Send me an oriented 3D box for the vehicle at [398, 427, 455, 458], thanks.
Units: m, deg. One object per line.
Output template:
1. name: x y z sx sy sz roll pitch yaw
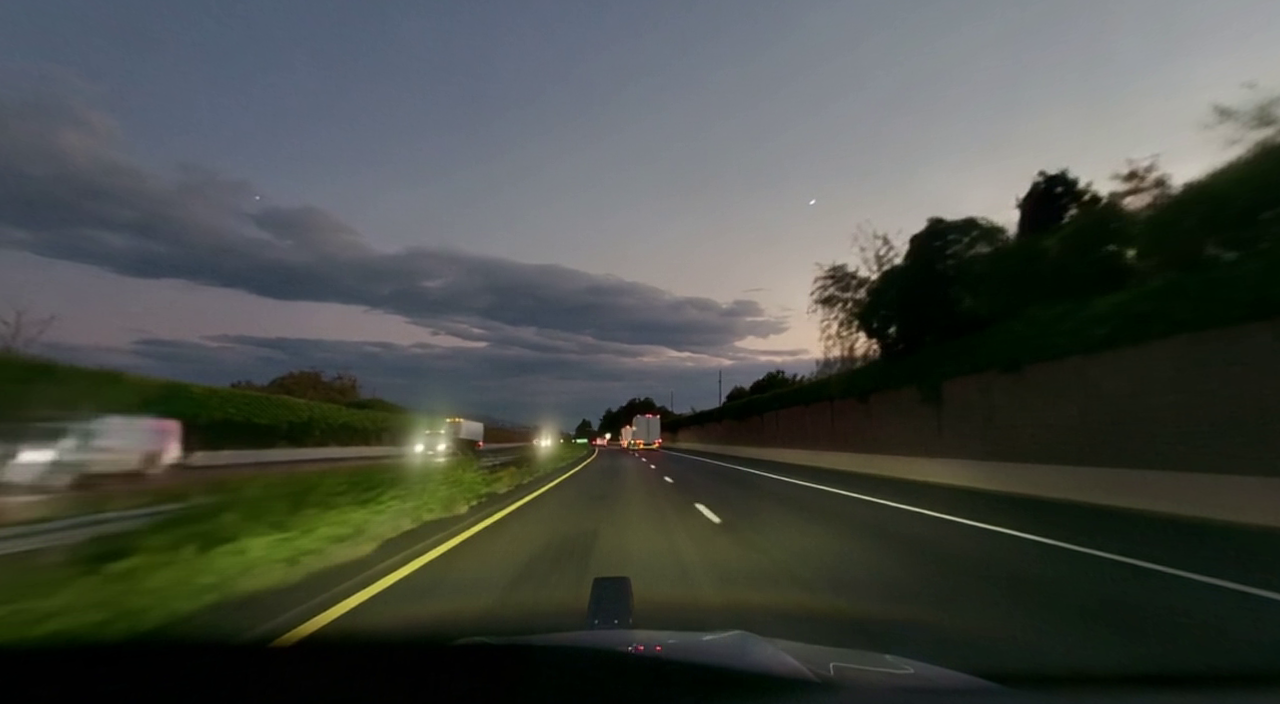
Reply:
1. vehicle: -14.091 6.018 41.806 2.281 1.942 4.778 0 -8 -3

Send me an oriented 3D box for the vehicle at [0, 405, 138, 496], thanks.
1. vehicle: -12.889 1.986 12.722 1.927 1.660 4.333 0 -8 -1

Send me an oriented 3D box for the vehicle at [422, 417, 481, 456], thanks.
1. vehicle: -14.472 6.562 48.863 2.675 2.788 6.642 0 -8 -1
